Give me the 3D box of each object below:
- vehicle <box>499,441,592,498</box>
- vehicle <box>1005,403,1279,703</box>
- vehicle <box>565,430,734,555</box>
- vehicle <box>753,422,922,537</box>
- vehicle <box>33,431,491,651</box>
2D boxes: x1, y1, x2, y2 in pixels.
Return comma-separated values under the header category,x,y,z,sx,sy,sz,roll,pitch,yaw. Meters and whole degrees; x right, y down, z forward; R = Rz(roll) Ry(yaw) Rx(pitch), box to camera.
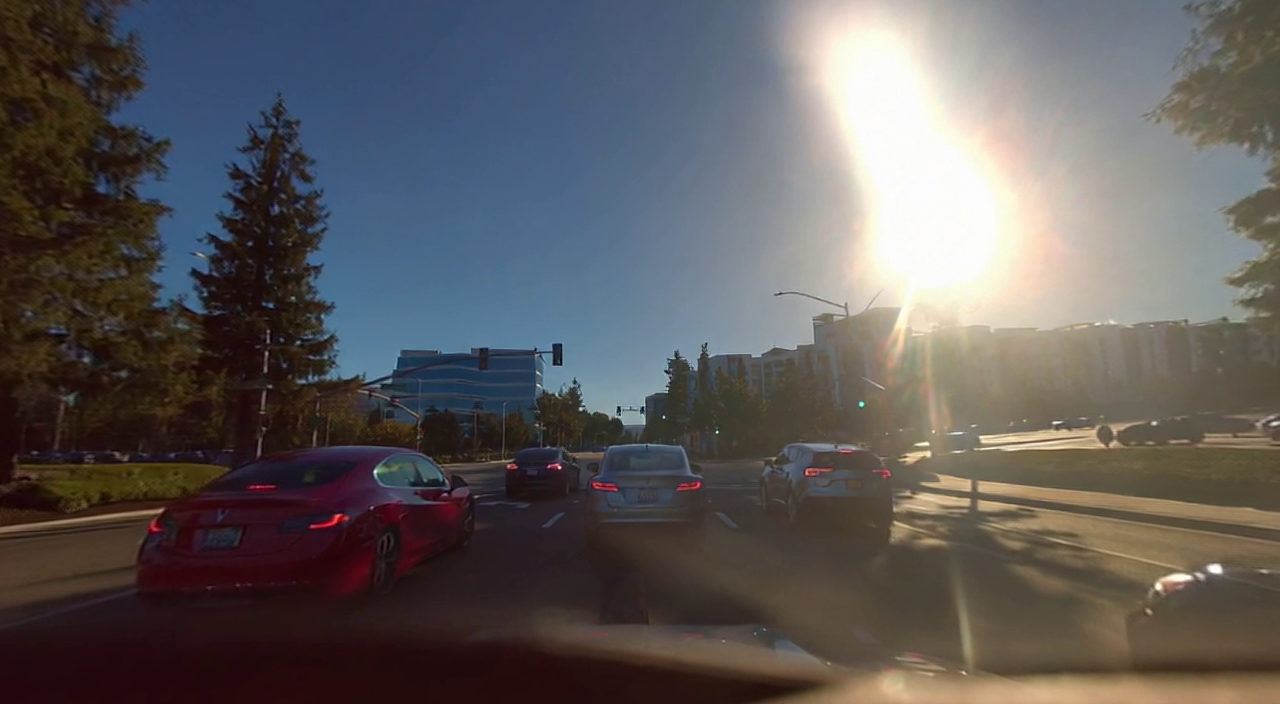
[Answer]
category,x,y,z,sx,sy,sz,roll,pitch,yaw
vehicle,-2.732,3.524,19.327,2.089,1.537,4.073,-1,-9,2
vehicle,3.311,0.851,1.638,1.951,1.522,4.614,0,-9,0
vehicle,0.115,2.113,10.225,2.144,1.563,4.218,0,-9,0
vehicle,3.461,2.306,11.950,1.938,1.732,4.006,1,-9,0
vehicle,-3.121,1.631,6.582,2.015,1.478,4.407,0,-9,0
